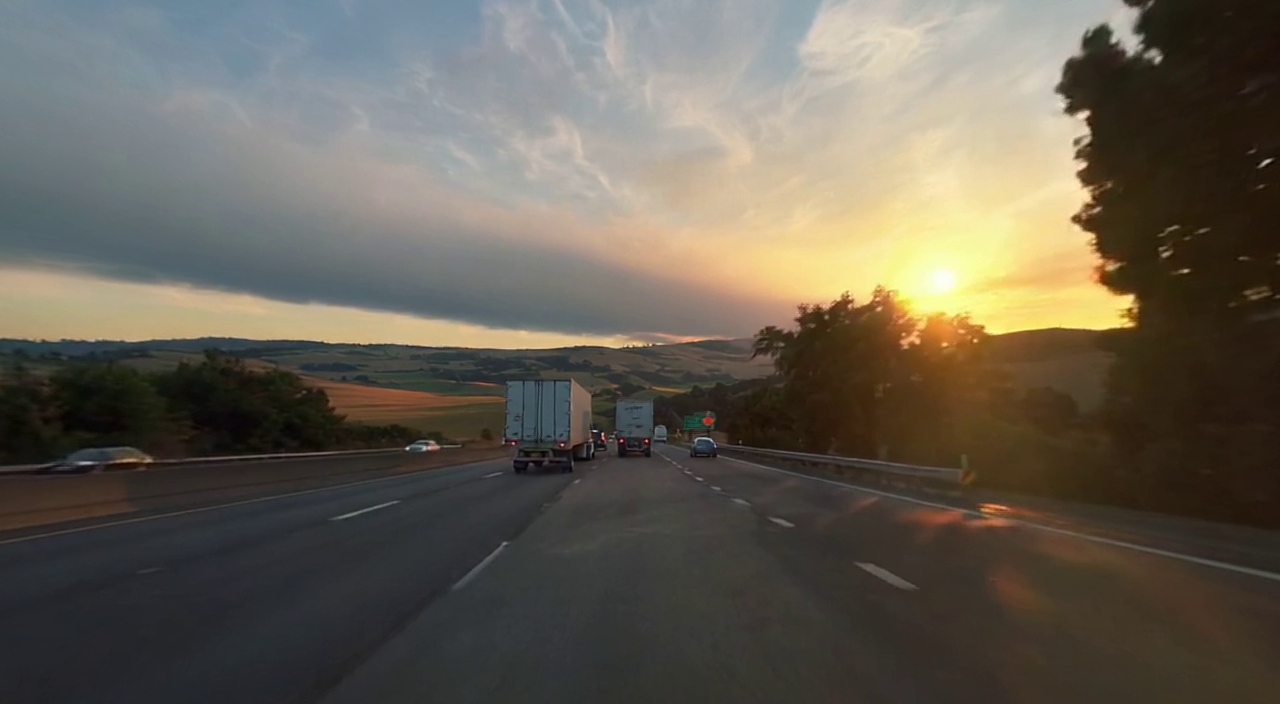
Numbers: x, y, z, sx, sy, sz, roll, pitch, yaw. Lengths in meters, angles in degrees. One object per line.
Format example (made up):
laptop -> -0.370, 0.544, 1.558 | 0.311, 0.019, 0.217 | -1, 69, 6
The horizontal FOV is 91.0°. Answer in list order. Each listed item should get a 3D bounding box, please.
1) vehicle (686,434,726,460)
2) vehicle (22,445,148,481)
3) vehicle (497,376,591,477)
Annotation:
vehicle -> 3.933, 5.672, 37.815 | 1.891, 1.477, 3.599 | 0, -8, -2
vehicle -> -25.824, 5.156, 29.554 | 1.865, 1.513, 4.480 | 0, -8, -1
vehicle -> -3.528, 3.021, 24.904 | 2.728, 3.405, 7.096 | 0, -8, -1
